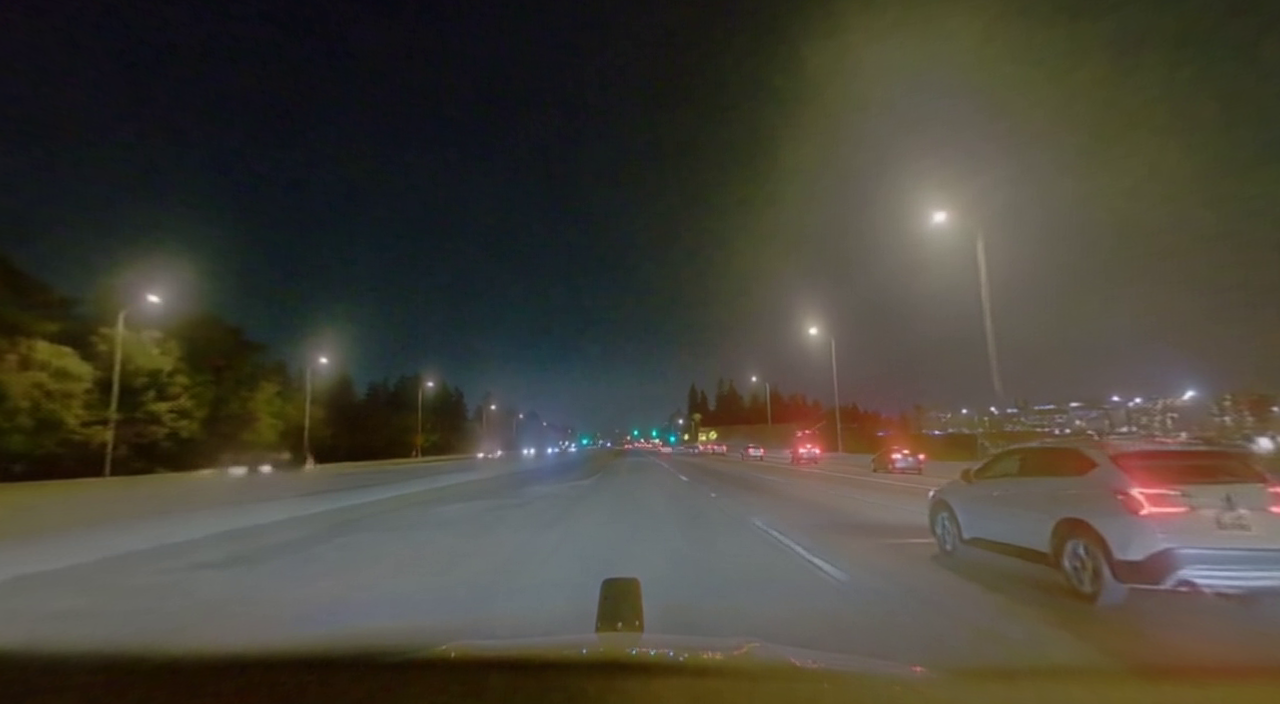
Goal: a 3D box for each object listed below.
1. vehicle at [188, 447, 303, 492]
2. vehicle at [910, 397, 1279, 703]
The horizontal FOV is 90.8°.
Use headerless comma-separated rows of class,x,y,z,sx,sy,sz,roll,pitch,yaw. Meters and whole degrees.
vehicle,-14.369,4.276,23.300,1.786,1.422,3.848,1,-8,-1
vehicle,3.837,1.134,4.079,2.018,1.477,4.800,0,-8,-1
